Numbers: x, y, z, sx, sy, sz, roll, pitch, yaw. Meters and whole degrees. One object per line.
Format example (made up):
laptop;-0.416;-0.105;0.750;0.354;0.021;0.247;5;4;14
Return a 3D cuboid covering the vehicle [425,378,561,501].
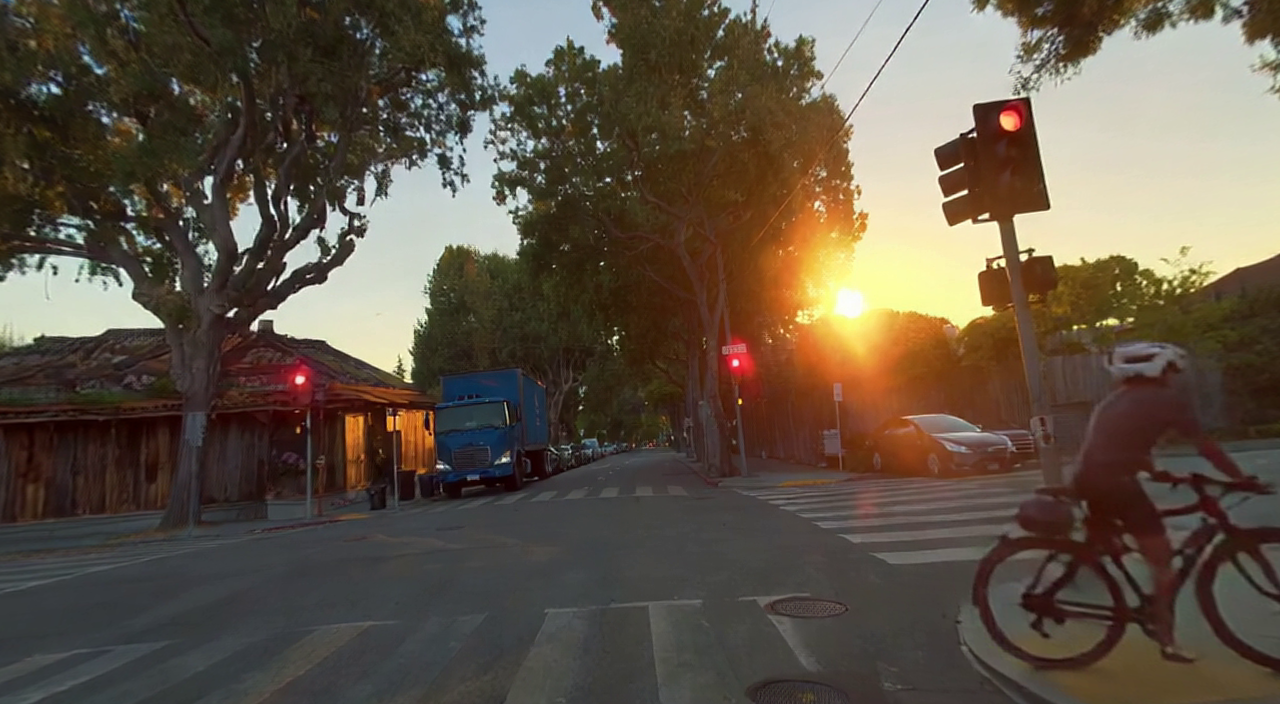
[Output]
vehicle;-5.811;3.776;27.086;3.113;4.041;10.284;-4;-8;1

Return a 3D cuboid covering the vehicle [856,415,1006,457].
vehicle;10.668;3.139;23.435;4.643;1.456;1.820;-1;-8;5

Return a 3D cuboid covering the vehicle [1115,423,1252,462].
vehicle;24.929;4.168;29.043;4.268;1.695;2.053;0;-8;3
